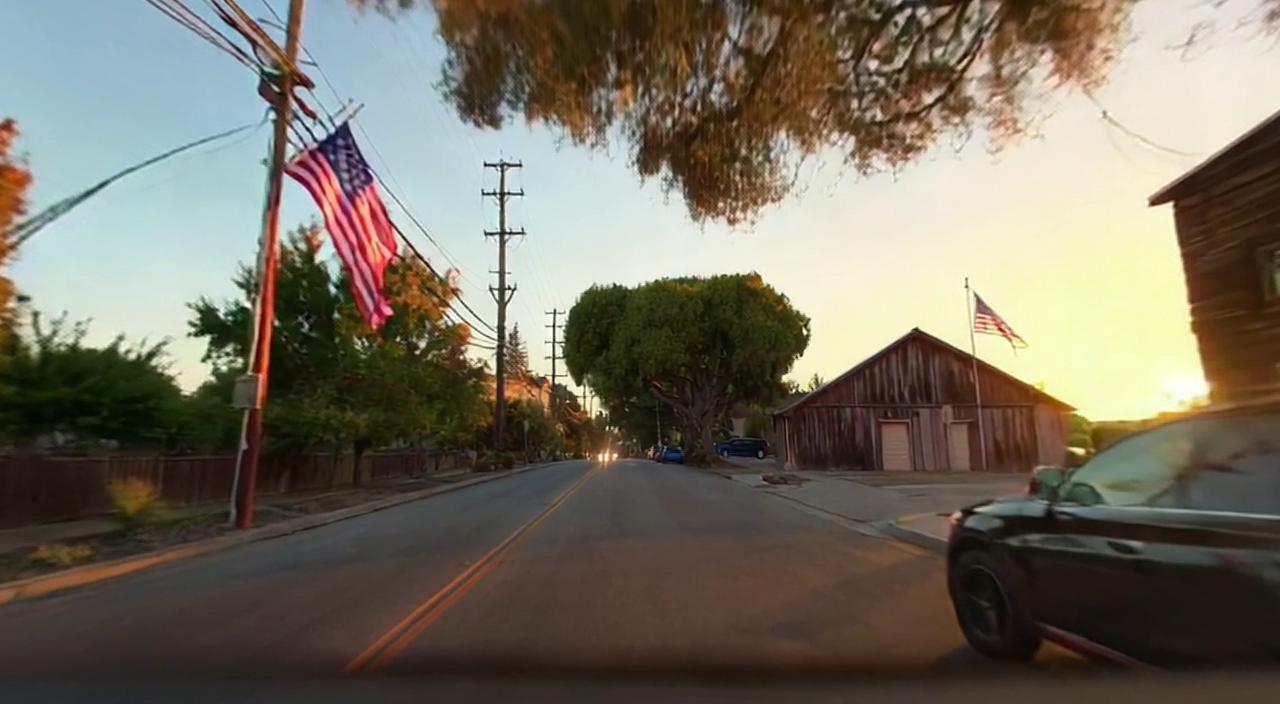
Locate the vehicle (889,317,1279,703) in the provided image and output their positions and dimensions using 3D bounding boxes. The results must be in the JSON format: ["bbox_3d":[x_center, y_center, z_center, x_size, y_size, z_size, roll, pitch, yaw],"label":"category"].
[{"bbox_3d":[3.306,0.888,2.946,2.203,1.787,4.704,0,-8,-2],"label":"vehicle"}]
